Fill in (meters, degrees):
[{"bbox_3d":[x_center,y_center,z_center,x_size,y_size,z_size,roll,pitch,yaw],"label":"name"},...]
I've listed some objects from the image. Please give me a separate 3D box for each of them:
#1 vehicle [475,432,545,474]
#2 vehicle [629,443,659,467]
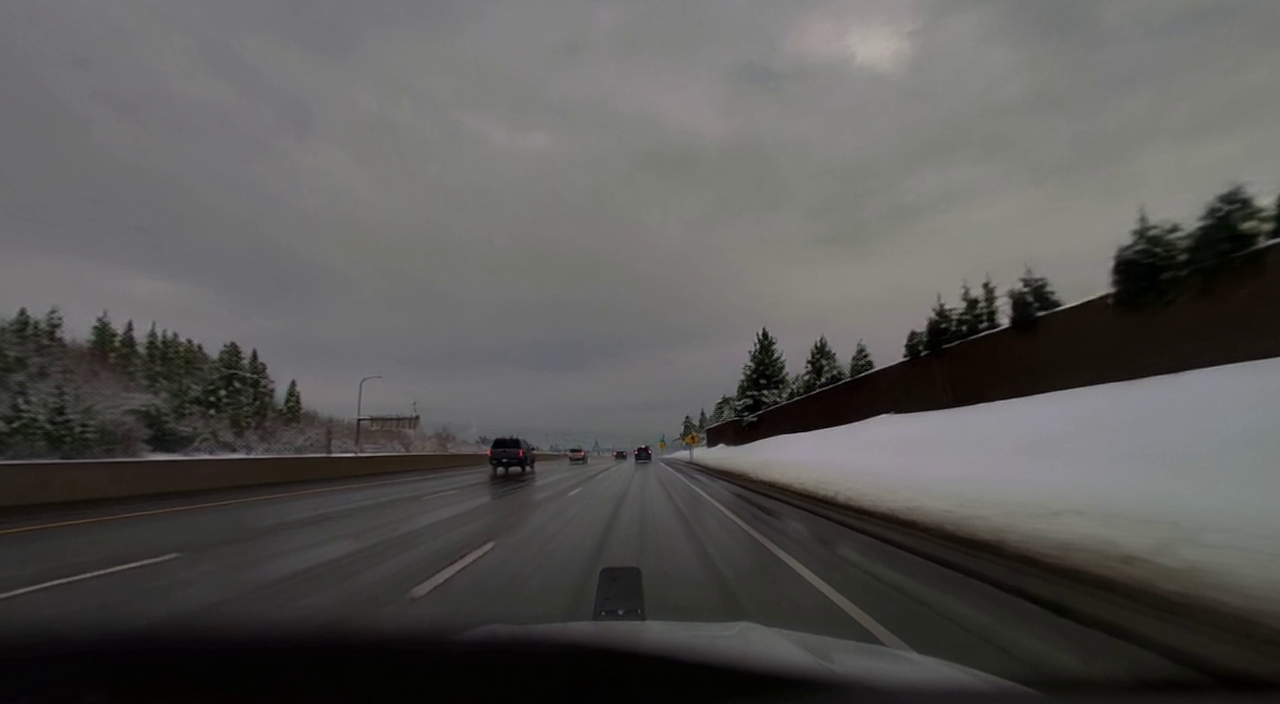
[{"bbox_3d":[-6.679,5.270,33.095,2.438,1.967,5.596,0,-9,0],"label":"vehicle"},{"bbox_3d":[0.298,7.743,47.493,2.141,1.706,4.065,0,-9,0],"label":"vehicle"}]
